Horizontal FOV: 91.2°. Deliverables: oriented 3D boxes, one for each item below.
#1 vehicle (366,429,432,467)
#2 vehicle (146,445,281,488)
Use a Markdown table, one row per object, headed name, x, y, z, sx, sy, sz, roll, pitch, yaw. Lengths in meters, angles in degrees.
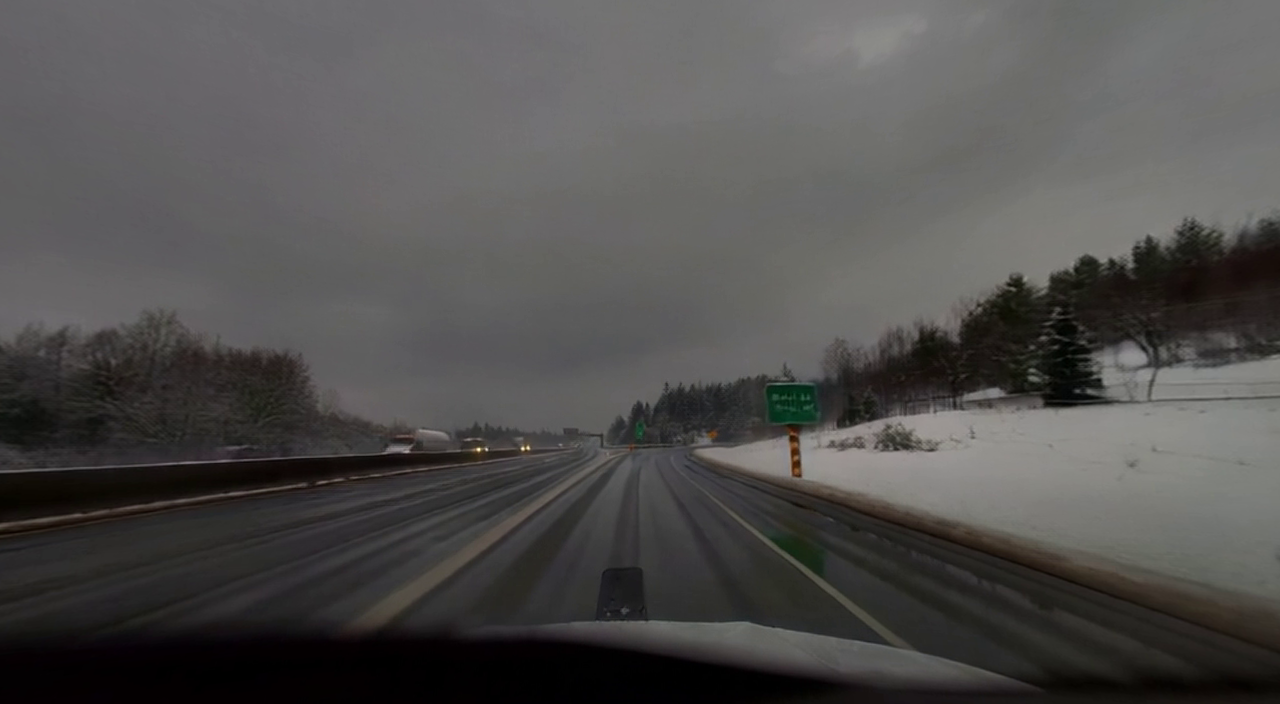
| name | x | y | z | sx | sy | sz | roll | pitch | yaw |
| --- | --- | --- | --- | --- | --- | --- | --- | --- | --- |
| vehicle | -16.871 | 6.776 | 44.377 | 2.414 | 2.495 | 5.613 | 0 | -9 | 0 |
| vehicle | -16.544 | 4.442 | 24.707 | 1.888 | 1.502 | 4.814 | 0 | -9 | 0 |
